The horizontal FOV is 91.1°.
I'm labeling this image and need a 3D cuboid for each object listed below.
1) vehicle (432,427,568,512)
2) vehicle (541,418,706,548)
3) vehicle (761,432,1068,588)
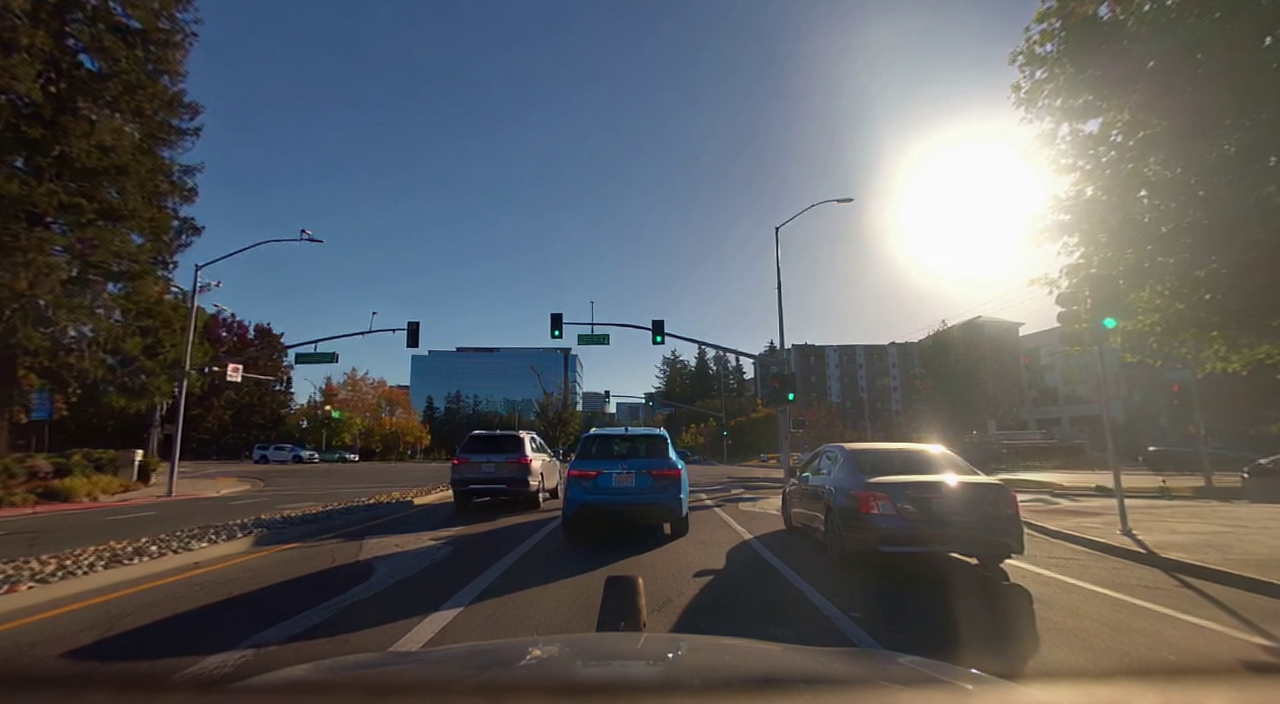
[{"bbox_3d":[-2.975,2.593,14.301,1.987,1.633,4.005,0,-8,3],"label":"vehicle"},{"bbox_3d":[-0.202,2.006,10.250,2.108,1.654,4.235,0,-8,0],"label":"vehicle"},{"bbox_3d":[3.054,1.847,8.300,2.056,1.468,4.520,0,-8,1],"label":"vehicle"}]
